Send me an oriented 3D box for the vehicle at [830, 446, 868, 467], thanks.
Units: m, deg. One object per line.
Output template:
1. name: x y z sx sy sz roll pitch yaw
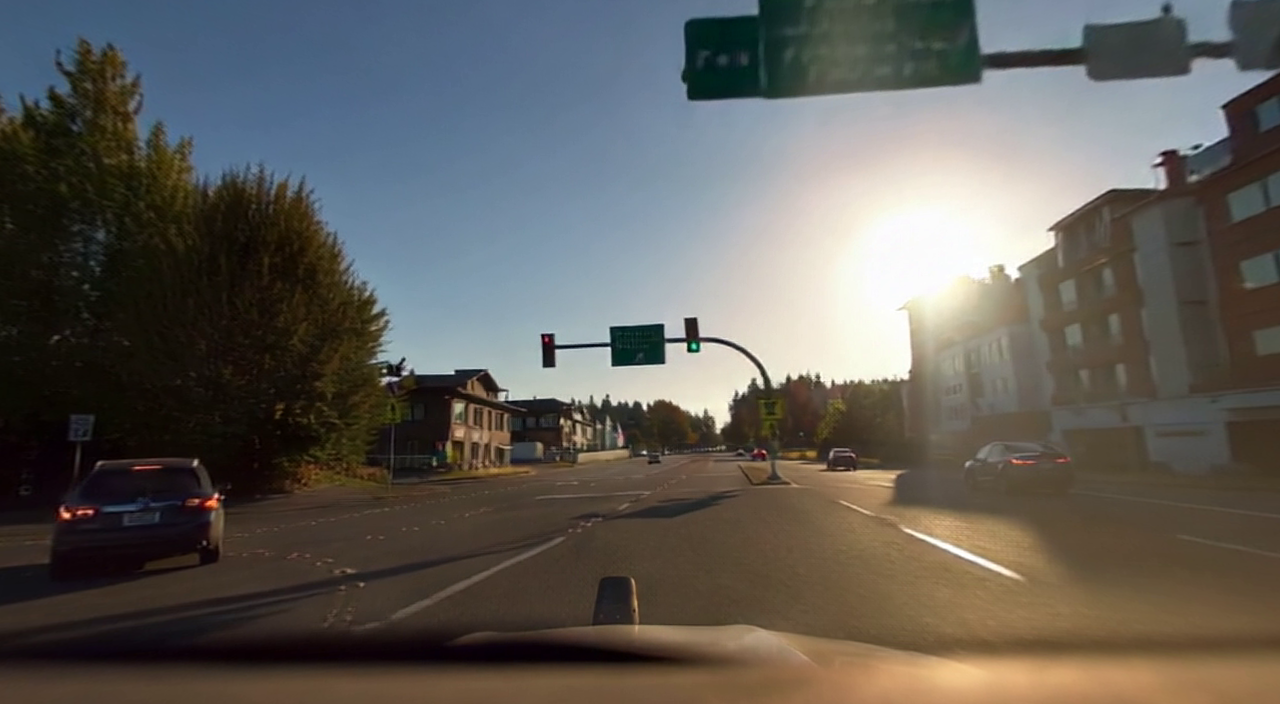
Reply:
1. vehicle: 16.040 8.041 48.316 1.931 1.475 4.092 -2 -9 7

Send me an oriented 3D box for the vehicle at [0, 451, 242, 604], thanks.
1. vehicle: -6.832 2.156 8.589 2.014 1.525 3.670 6 -11 -35

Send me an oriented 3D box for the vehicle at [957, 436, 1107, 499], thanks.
1. vehicle: 11.217 3.324 18.369 2.007 1.586 4.210 -2 -9 7
